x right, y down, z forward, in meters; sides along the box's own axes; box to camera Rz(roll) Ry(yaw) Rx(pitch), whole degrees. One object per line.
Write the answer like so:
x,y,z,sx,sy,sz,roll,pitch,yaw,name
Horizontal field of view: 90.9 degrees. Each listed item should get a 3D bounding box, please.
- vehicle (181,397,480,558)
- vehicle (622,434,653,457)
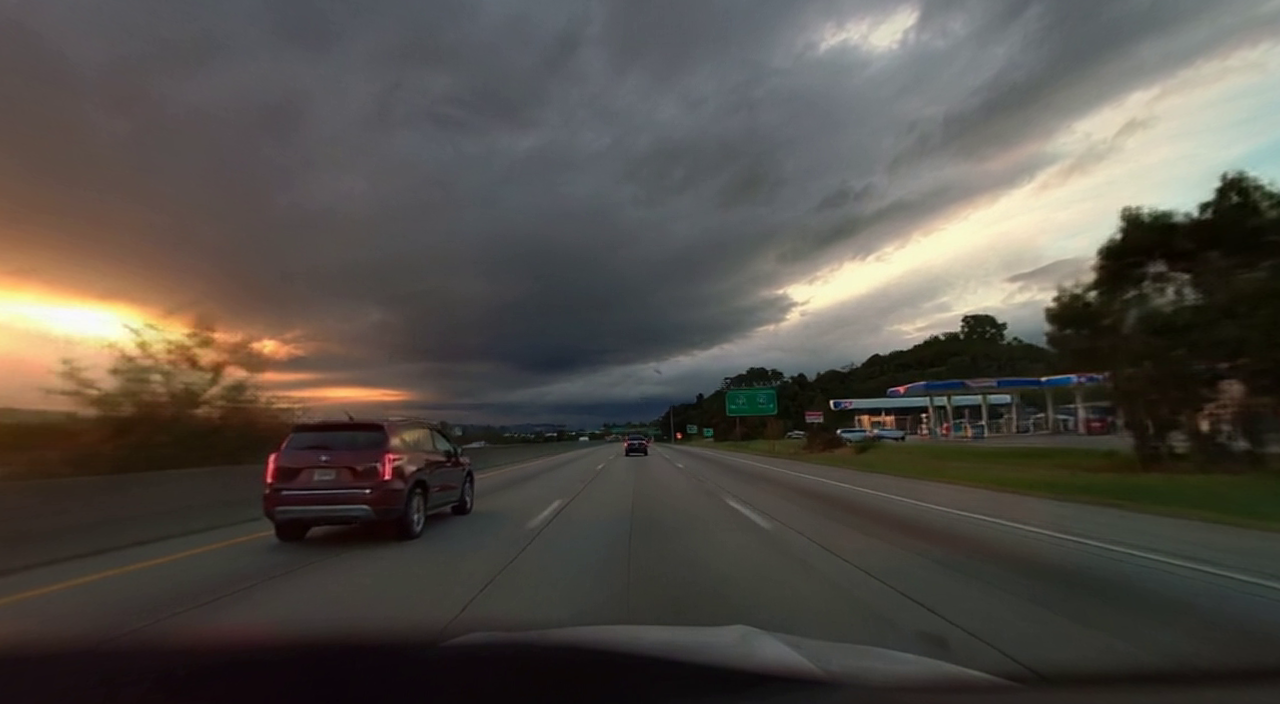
-3.931,1.654,9.127,2.061,1.732,4.457,0,-8,0,vehicle
-0.199,6.918,46.799,2.151,1.550,4.694,0,-8,-1,vehicle
